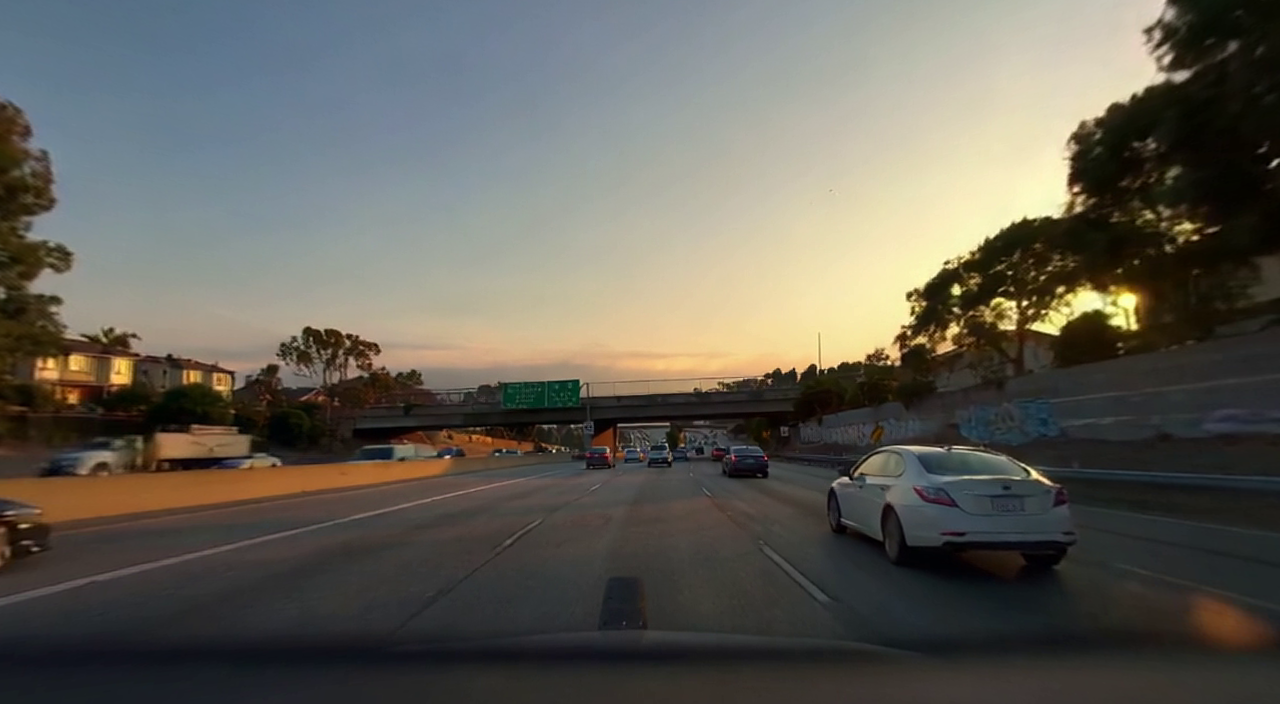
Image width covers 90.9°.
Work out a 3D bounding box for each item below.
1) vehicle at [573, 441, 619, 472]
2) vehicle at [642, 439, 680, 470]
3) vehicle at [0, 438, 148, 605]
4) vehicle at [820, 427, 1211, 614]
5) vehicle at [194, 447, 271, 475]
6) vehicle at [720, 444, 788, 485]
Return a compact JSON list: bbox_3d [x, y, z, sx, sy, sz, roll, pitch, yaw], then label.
[{"bbox_3d":[-2.570,6.270,38.041,2.070,1.740,4.678,-1,-8,4],"label":"vehicle"},{"bbox_3d":[1.295,6.168,38.110,2.183,1.764,4.134,0,-8,3],"label":"vehicle"},{"bbox_3d":[-6.849,1.454,5.155,2.050,1.507,4.375,0,-8,1],"label":"vehicle"},{"bbox_3d":[3.688,1.693,7.360,1.912,1.509,4.291,0,-8,0],"label":"vehicle"},{"bbox_3d":[-25.950,6.950,40.370,1.827,1.654,4.388,0,-8,2],"label":"vehicle"},{"bbox_3d":[4.231,4.229,24.049,1.854,1.438,3.954,0,-8,0],"label":"vehicle"}]
